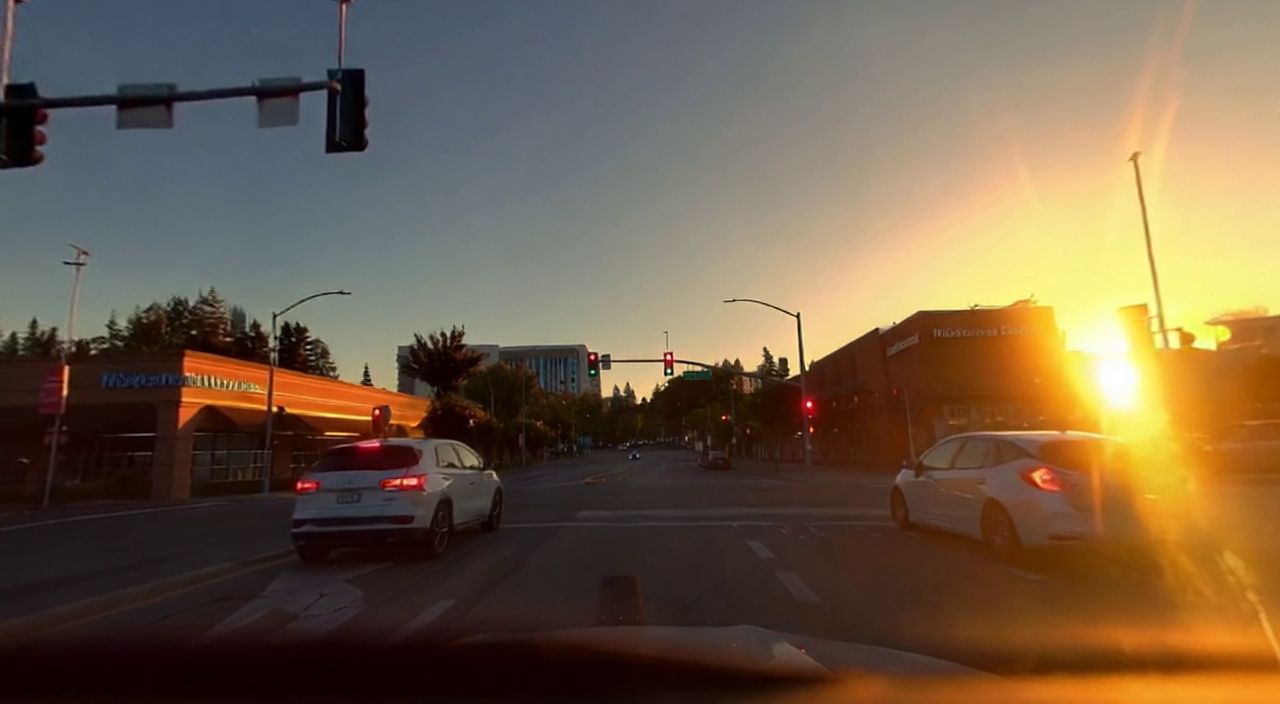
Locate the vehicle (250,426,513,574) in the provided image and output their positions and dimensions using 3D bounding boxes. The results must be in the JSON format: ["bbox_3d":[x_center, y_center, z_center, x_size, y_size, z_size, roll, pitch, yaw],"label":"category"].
[{"bbox_3d":[-3.324,1.975,9.208,1.947,1.627,4.248,0,-9,1],"label":"vehicle"}]

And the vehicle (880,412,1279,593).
[{"bbox_3d":[5.005,1.734,8.140,2.039,1.655,4.495,0,-9,1],"label":"vehicle"}]
